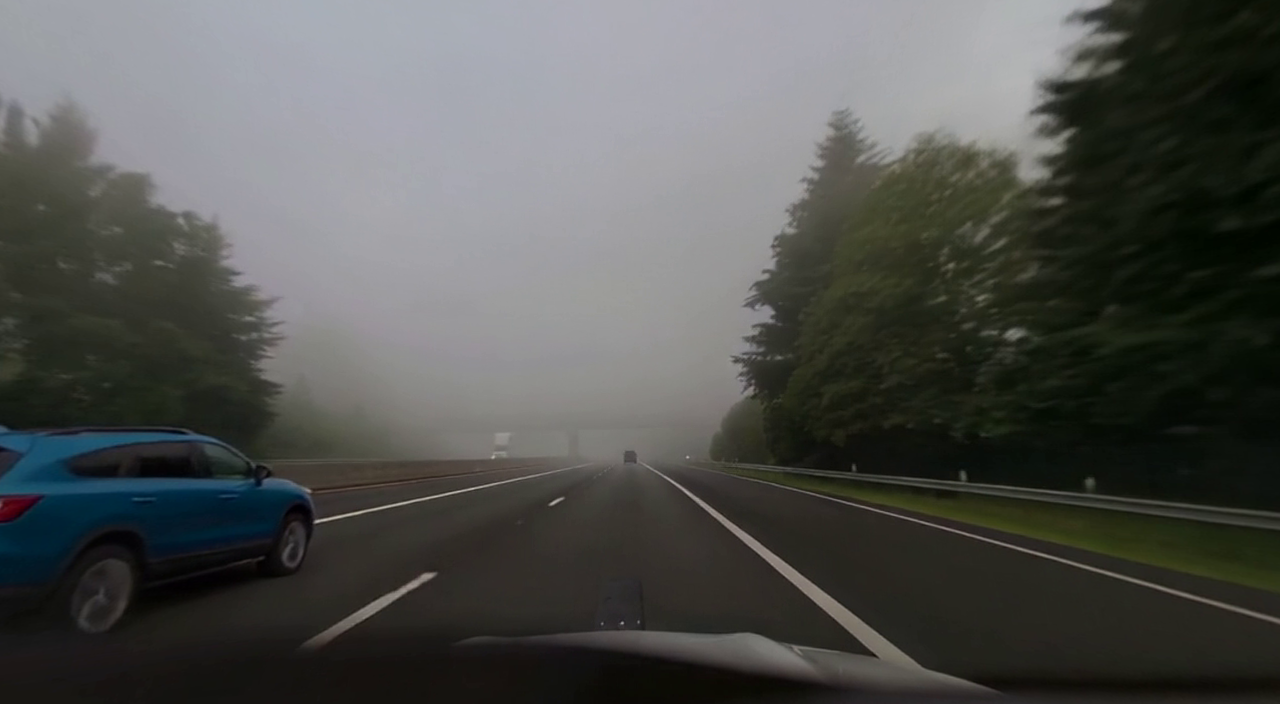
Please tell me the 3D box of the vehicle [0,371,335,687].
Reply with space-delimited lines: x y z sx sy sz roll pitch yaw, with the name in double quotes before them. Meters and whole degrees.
"vehicle" -4.699 1.214 4.956 2.221 1.750 4.706 0 -9 0
